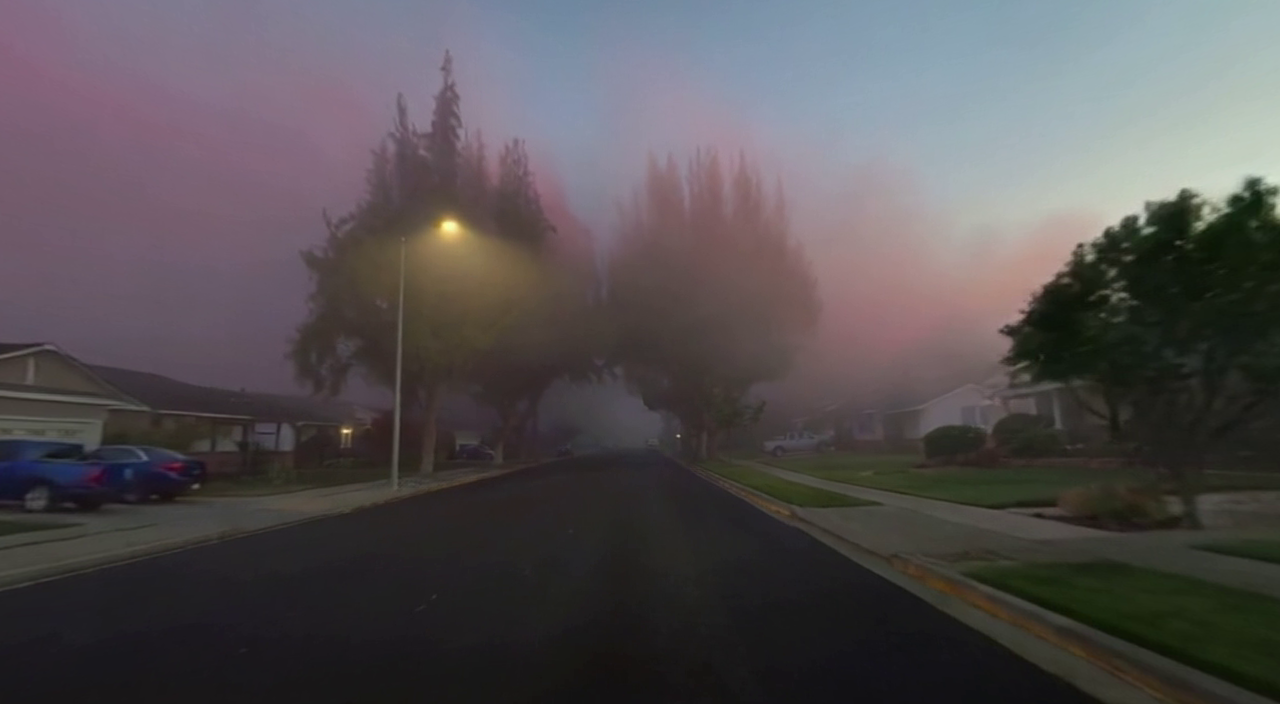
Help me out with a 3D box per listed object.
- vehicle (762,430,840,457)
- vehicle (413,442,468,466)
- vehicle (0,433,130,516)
[{"bbox_3d":[10.395,5.961,41.112,4.582,1.680,2.223,0,-8,4],"label":"vehicle"},{"bbox_3d":[-14.221,7.286,45.347,1.982,1.596,3.988,-1,-9,13],"label":"vehicle"},{"bbox_3d":[-15.107,2.745,14.554,4.830,1.725,2.116,0,-8,1],"label":"vehicle"}]
